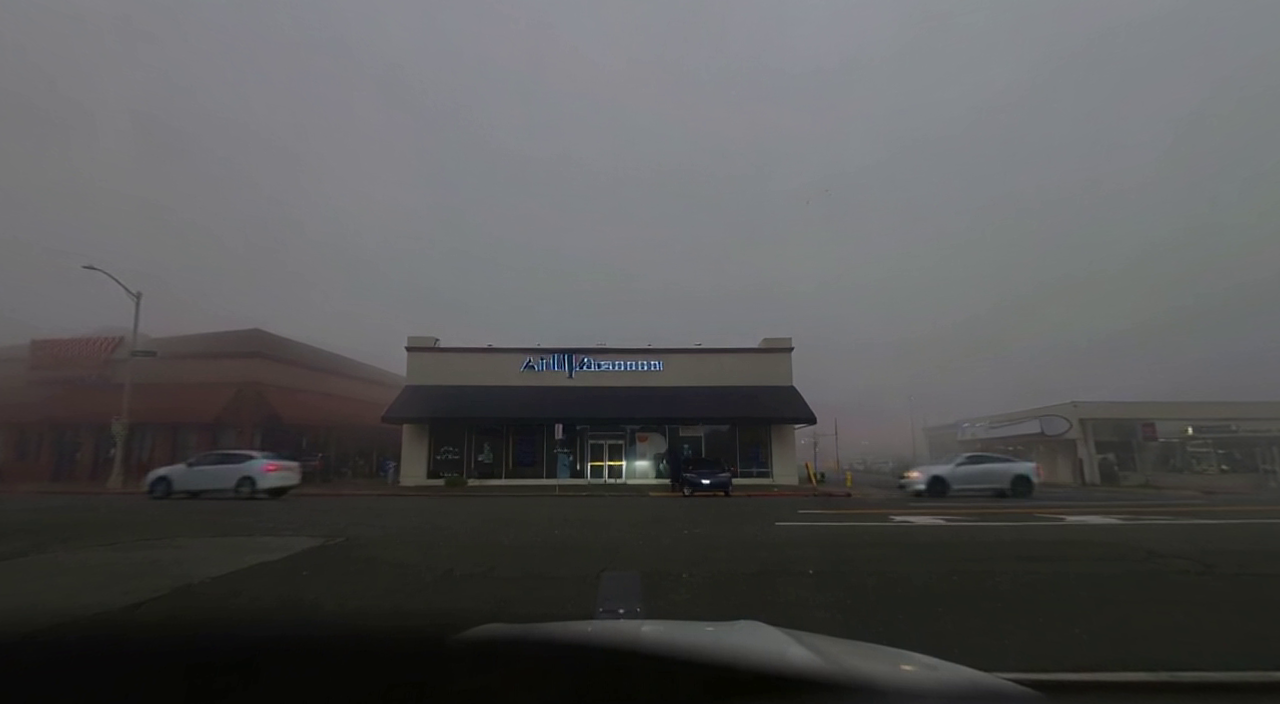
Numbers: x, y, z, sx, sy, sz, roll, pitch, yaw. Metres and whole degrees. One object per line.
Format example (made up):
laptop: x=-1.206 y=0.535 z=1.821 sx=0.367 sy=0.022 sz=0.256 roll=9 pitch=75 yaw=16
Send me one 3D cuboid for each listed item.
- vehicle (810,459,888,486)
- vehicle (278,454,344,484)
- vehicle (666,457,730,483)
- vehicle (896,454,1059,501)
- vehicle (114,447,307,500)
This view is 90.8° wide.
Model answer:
vehicle: x=12.972 y=7.465 z=39.503 sx=1.791 sy=1.453 sz=4.593 roll=5 pitch=-10 yaw=-29
vehicle: x=-20.027 y=7.047 z=38.348 sx=4.596 sy=1.680 sz=1.936 roll=-8 pitch=-11 yaw=41
vehicle: x=3.571 y=7.368 z=39.686 sx=1.812 sy=1.468 sz=4.519 roll=5 pitch=-10 yaw=-28
vehicle: x=11.568 y=4.290 z=21.828 sx=4.661 sy=1.478 sz=1.878 roll=1 pitch=-9 yaw=-7
vehicle: x=-14.283 y=4.035 z=21.280 sx=4.889 sy=1.659 sz=2.059 roll=1 pitch=-9 yaw=-4
